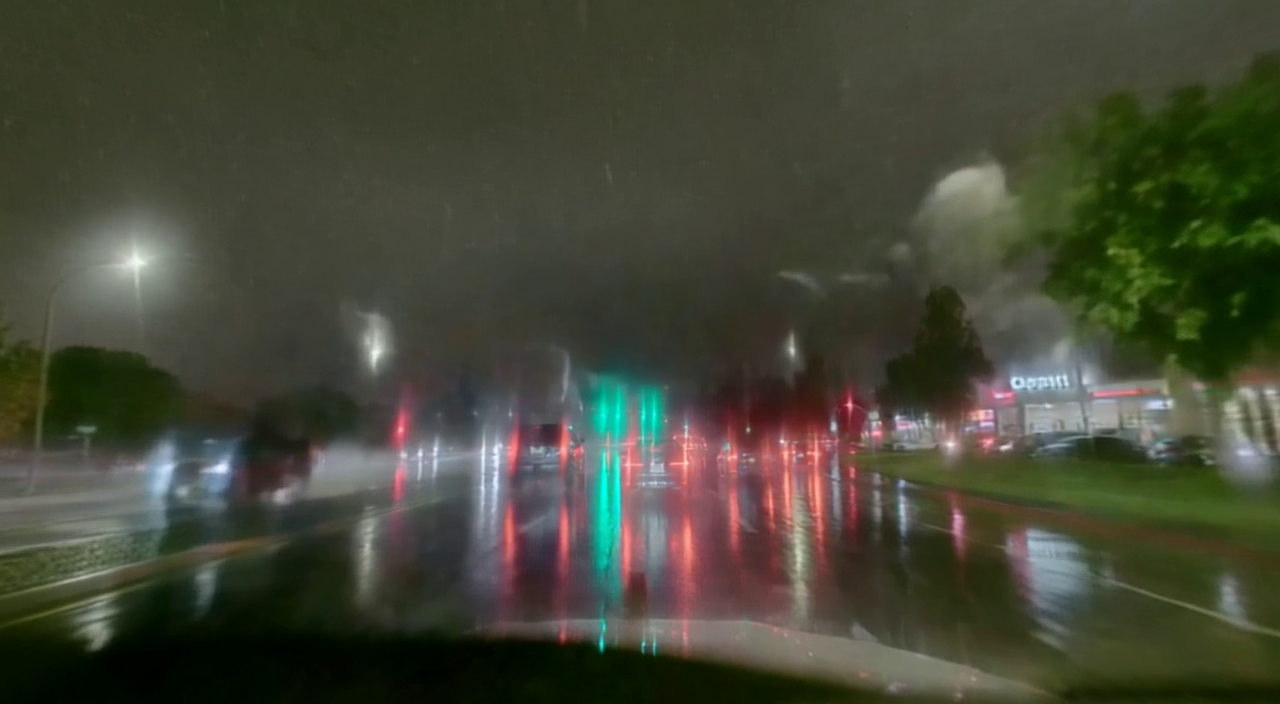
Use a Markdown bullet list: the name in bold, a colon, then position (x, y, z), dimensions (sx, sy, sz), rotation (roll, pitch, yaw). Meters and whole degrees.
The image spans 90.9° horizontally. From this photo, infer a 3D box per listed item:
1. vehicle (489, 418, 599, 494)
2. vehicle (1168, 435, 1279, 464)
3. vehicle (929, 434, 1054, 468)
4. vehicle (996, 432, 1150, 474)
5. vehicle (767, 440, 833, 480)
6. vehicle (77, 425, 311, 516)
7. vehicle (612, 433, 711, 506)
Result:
- **vehicle**: position (-2.655, 3.068, 18.950), dimensions (2.289, 1.935, 5.227), rotation (-1, -8, 2)
- **vehicle**: position (32.085, 5.320, 34.370), dimensions (1.903, 1.447, 4.820), rotation (1, -9, -11)
- **vehicle**: position (15.627, 4.410, 28.184), dimensions (4.436, 1.466, 1.875), rotation (0, -8, -2)
- **vehicle**: position (16.202, 3.781, 23.766), dimensions (4.323, 1.496, 1.937), rotation (0, -8, 0)
- **vehicle**: position (6.462, 4.382, 25.924), dimensions (1.900, 1.507, 4.151), rotation (-1, -8, 5)
- **vehicle**: position (-8.612, 2.304, 12.732), dimensions (1.795, 1.508, 4.057), rotation (0, -8, -1)
- **vehicle**: position (0.420, 2.755, 15.232), dimensions (2.061, 1.494, 4.079), rotation (0, -8, -1)
